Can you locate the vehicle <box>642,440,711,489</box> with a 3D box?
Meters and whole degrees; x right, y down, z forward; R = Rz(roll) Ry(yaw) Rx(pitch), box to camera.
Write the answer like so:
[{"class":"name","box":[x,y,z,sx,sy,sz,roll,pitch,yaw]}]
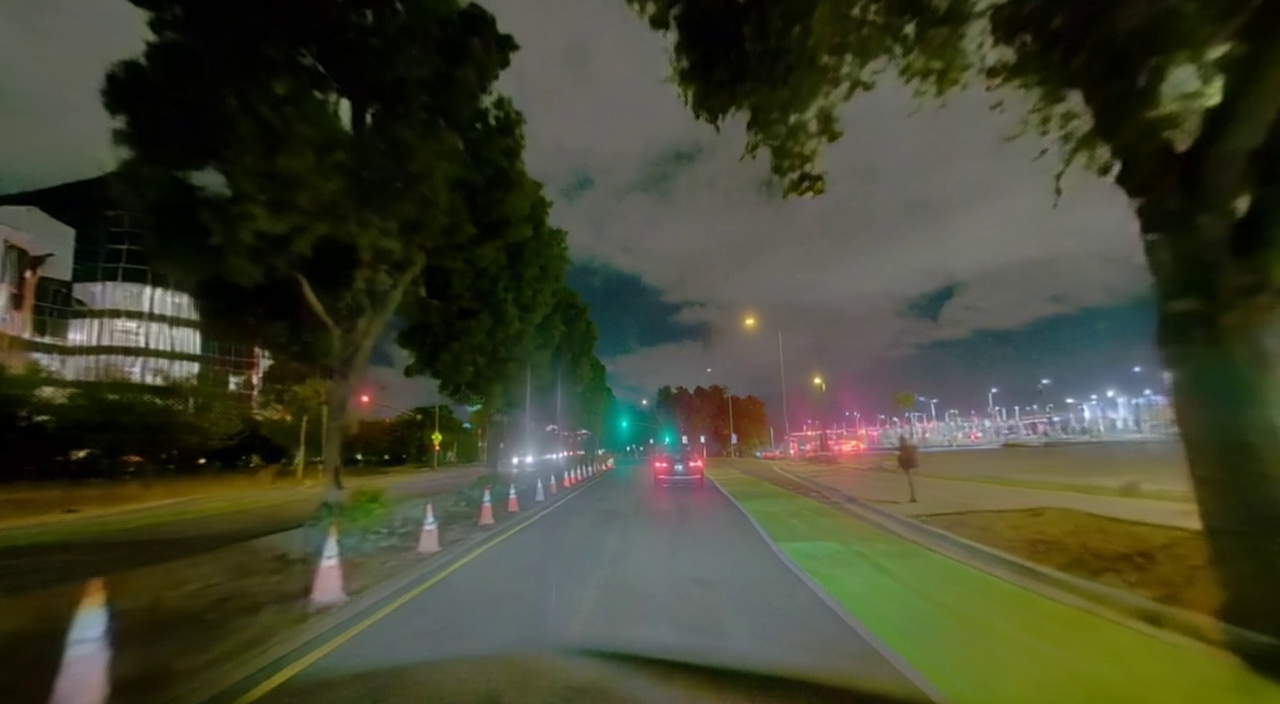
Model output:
[{"class":"vehicle","box":[1.191,3.862,21.976,2.114,1.493,4.430,0,-9,1]}]
